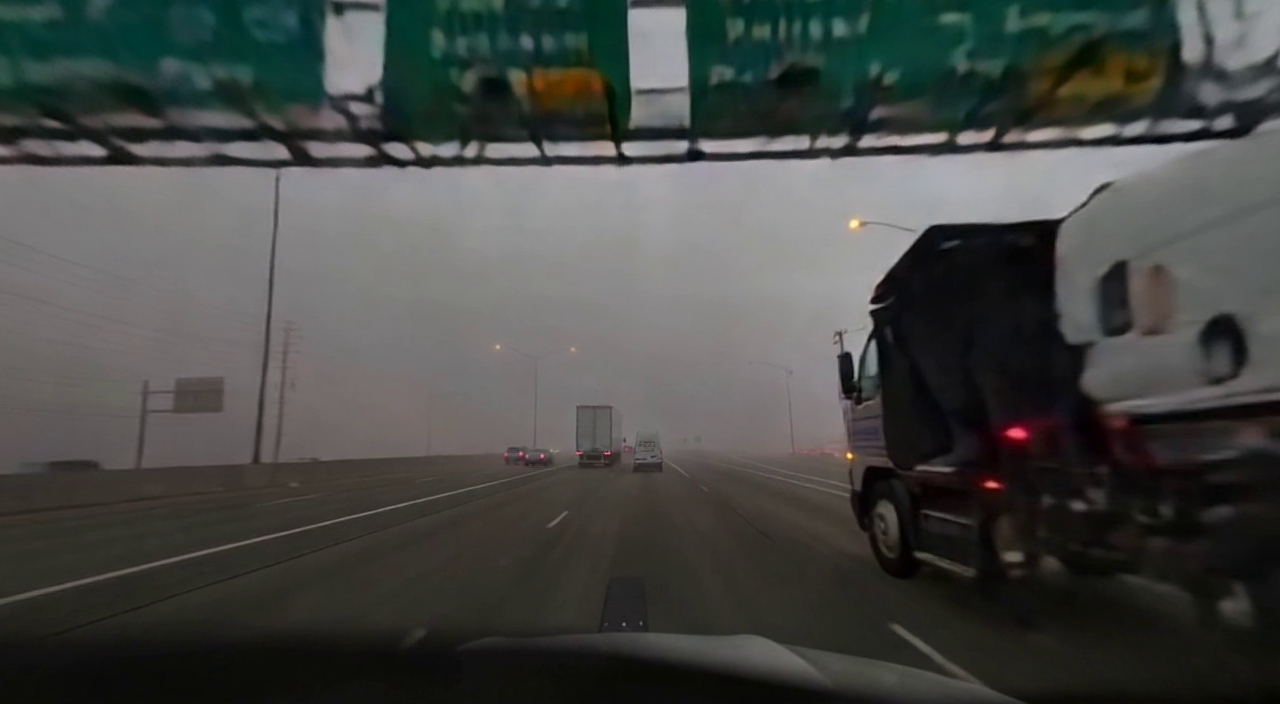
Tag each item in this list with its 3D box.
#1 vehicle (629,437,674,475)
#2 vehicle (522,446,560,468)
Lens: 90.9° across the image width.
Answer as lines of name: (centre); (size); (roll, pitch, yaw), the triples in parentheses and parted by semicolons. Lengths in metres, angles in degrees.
vehicle: (0.601, 5.560, 33.933); (2.279, 1.837, 4.747); (0, -8, 1)
vehicle: (-7.015, 7.439, 44.983); (1.945, 1.482, 4.109); (0, -8, 1)
